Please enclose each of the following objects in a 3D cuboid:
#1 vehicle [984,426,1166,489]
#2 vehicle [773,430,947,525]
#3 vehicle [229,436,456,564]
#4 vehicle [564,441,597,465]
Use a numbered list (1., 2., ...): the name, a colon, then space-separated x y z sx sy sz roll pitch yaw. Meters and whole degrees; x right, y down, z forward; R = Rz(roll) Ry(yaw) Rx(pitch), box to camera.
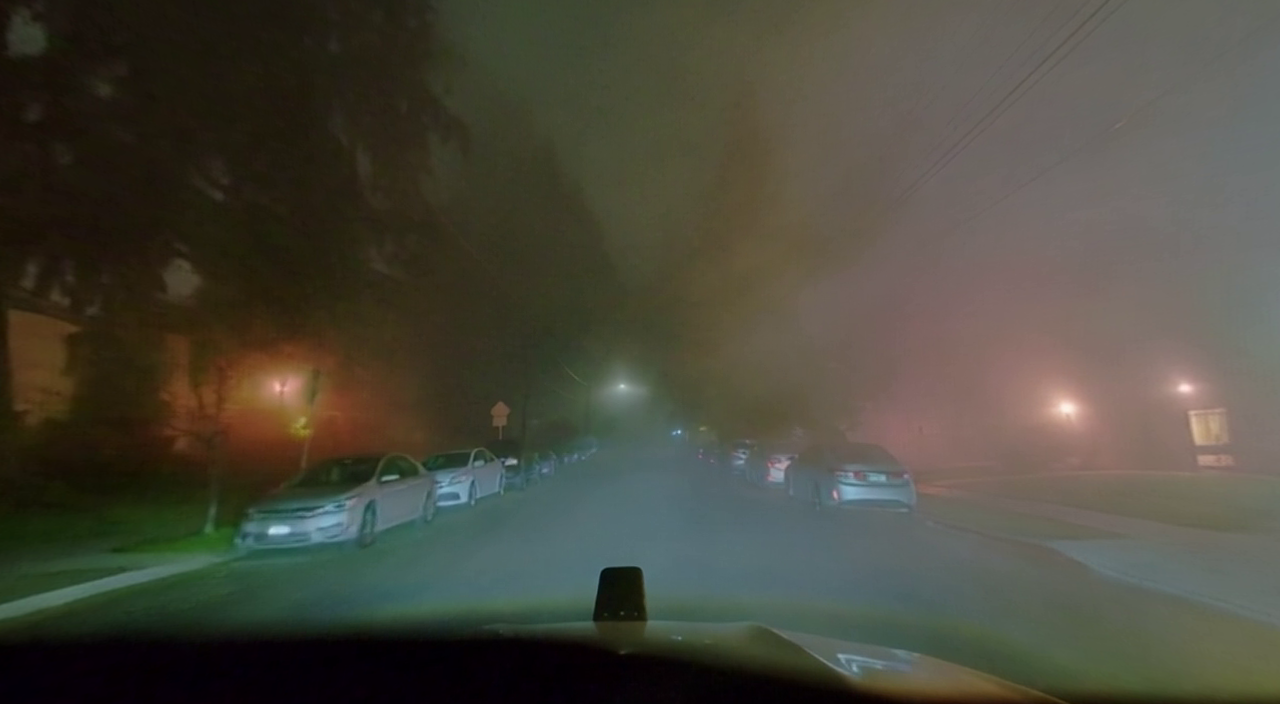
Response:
1. vehicle: 11.185 2.747 16.575 1.968 1.446 3.961 0 -8 0
2. vehicle: 4.074 2.380 12.531 1.862 1.525 4.421 0 -8 0
3. vehicle: -4.547 2.242 10.423 1.870 1.562 4.212 -3 -8 -2
4. vehicle: -4.341 7.414 46.369 2.013 1.645 4.318 0 -8 0
